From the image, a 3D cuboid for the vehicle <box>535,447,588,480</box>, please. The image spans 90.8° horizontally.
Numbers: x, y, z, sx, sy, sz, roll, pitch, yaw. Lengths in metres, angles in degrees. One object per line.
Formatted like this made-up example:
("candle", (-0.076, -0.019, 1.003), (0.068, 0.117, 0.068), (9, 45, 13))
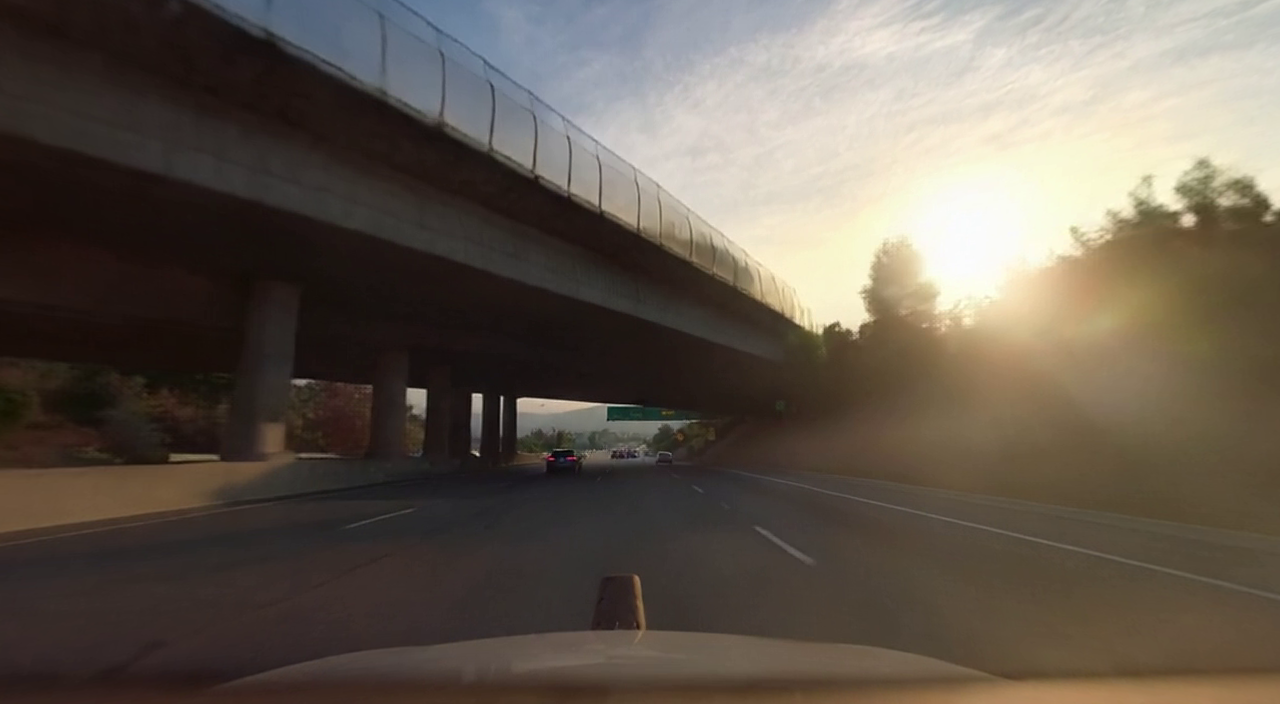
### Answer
("vehicle", (-3.771, 5.442, 31.177), (2.037, 1.514, 4.335), (0, -9, 0))
